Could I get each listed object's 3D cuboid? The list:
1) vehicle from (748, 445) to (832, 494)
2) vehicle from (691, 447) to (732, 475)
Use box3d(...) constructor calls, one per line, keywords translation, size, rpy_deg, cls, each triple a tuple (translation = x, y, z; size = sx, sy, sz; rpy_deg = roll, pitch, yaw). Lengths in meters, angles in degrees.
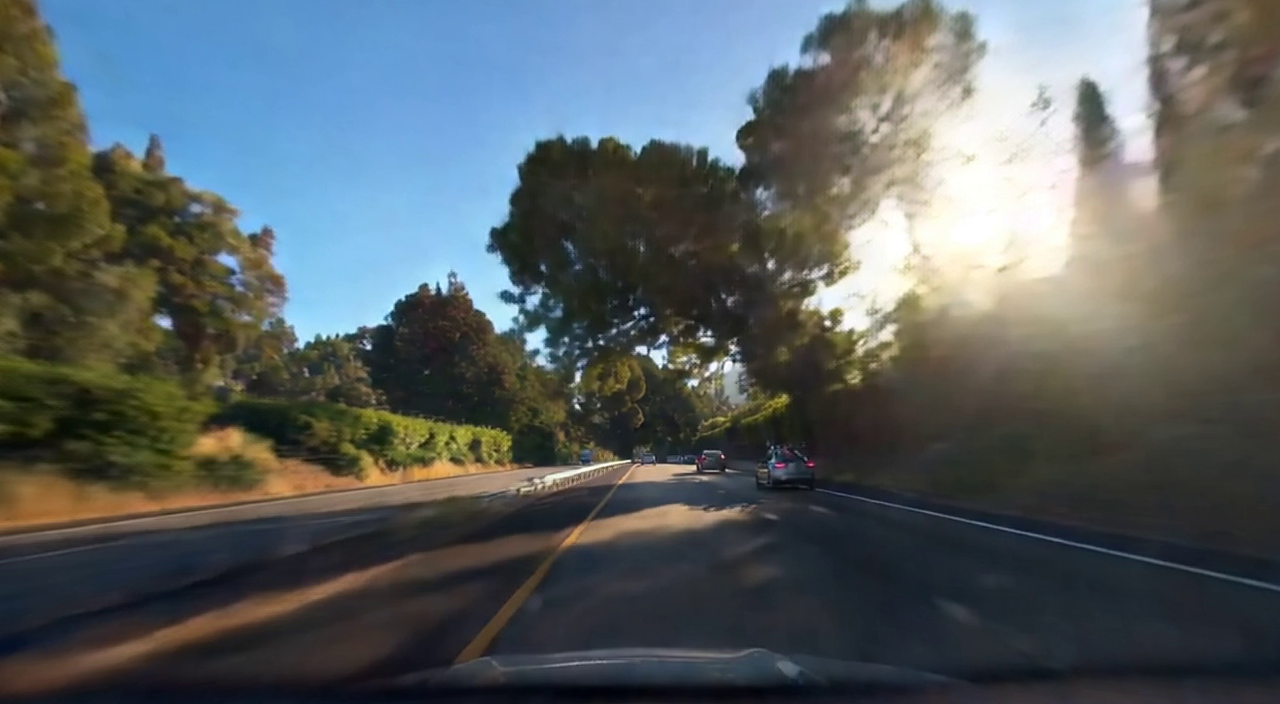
box3d(translation=(5.125, 4.066, 22.081), size=(1.964, 1.513, 3.707), rpy_deg=(0, -9, -1), cls="vehicle")
box3d(translation=(4.563, 7.063, 40.992), size=(2.122, 1.662, 4.392), rpy_deg=(0, -9, 0), cls="vehicle")
